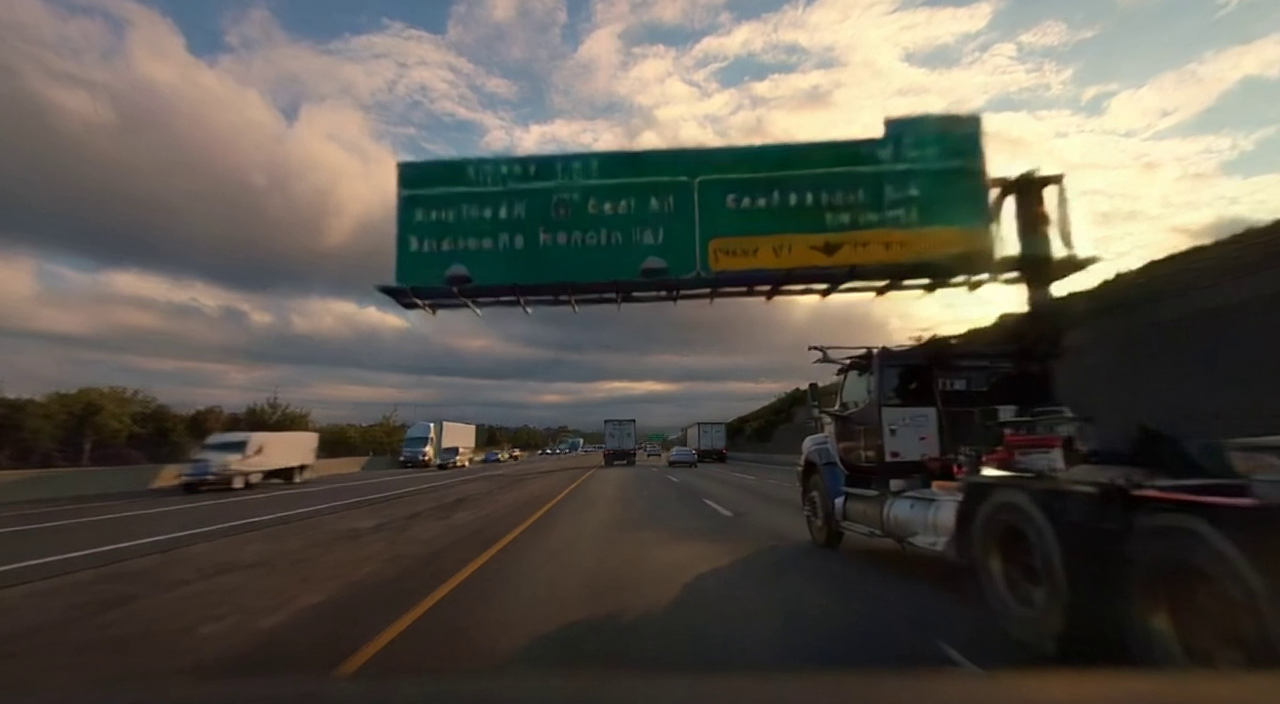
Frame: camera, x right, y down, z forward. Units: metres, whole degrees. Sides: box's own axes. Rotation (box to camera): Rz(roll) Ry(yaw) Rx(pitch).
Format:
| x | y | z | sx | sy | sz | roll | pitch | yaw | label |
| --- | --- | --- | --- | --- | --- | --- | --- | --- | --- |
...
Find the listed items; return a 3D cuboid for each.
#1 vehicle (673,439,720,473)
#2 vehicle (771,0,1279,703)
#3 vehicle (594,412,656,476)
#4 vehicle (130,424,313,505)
| x | y | z | sx | sy | sz | roll | pitch | yaw | label |
| --- | --- | --- | --- | --- | --- | --- | --- | --- | --- |
| 2.948 | 5.552 | 33.579 | 2.127 | 1.642 | 3.899 | 0 | -9 | -1 | vehicle |
| 3.847 | 0.215 | 5.345 | 2.972 | 4.007 | 10.643 | 0 | -9 | -1 | vehicle |
| -0.571 | 4.470 | 30.341 | 2.506 | 2.743 | 6.093 | -1 | -9 | 3 | vehicle |
| -13.676 | 3.702 | 21.082 | 2.425 | 2.339 | 5.273 | 0 | -9 | 0 | vehicle |
